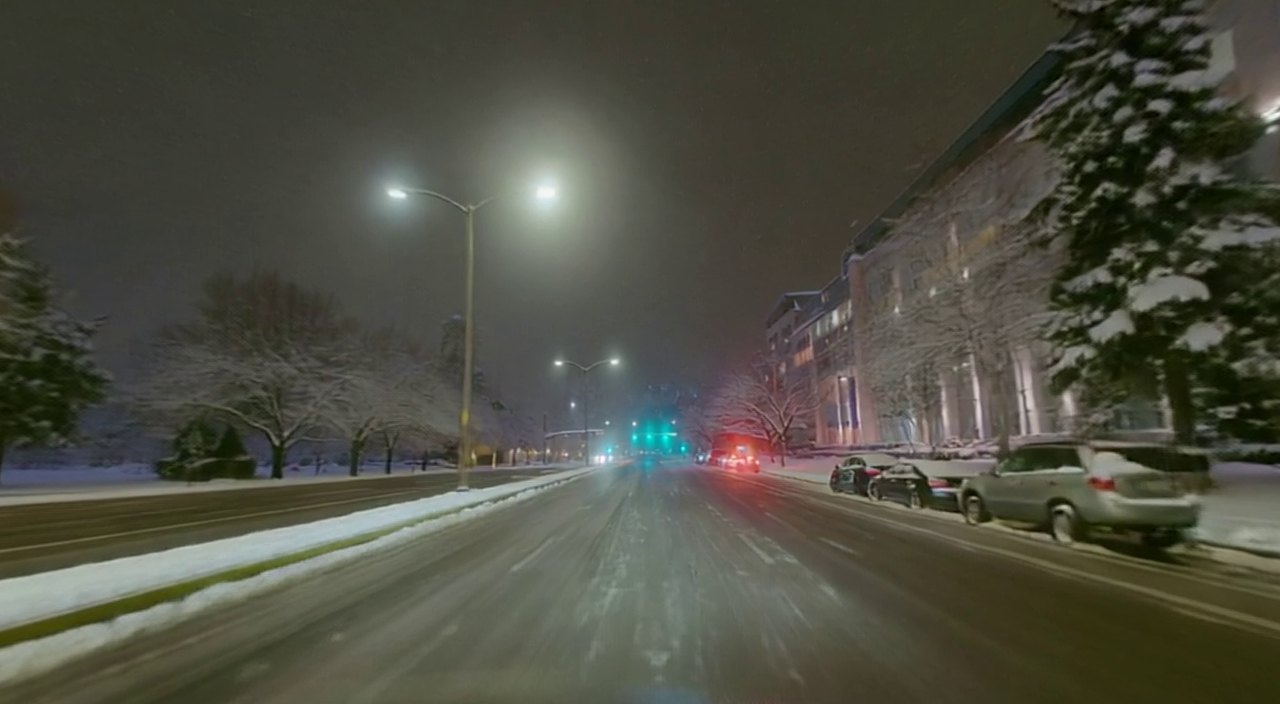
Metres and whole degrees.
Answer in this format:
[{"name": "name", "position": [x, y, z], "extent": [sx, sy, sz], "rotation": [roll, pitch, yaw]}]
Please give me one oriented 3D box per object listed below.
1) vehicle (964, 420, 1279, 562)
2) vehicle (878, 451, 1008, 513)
[{"name": "vehicle", "position": [7.820, 2.185, 10.731], "extent": [2.152, 1.869, 4.476], "rotation": [0, -8, -1]}, {"name": "vehicle", "position": [8.124, 3.496, 17.414], "extent": [1.714, 1.439, 4.020], "rotation": [-1, -8, 2]}]
